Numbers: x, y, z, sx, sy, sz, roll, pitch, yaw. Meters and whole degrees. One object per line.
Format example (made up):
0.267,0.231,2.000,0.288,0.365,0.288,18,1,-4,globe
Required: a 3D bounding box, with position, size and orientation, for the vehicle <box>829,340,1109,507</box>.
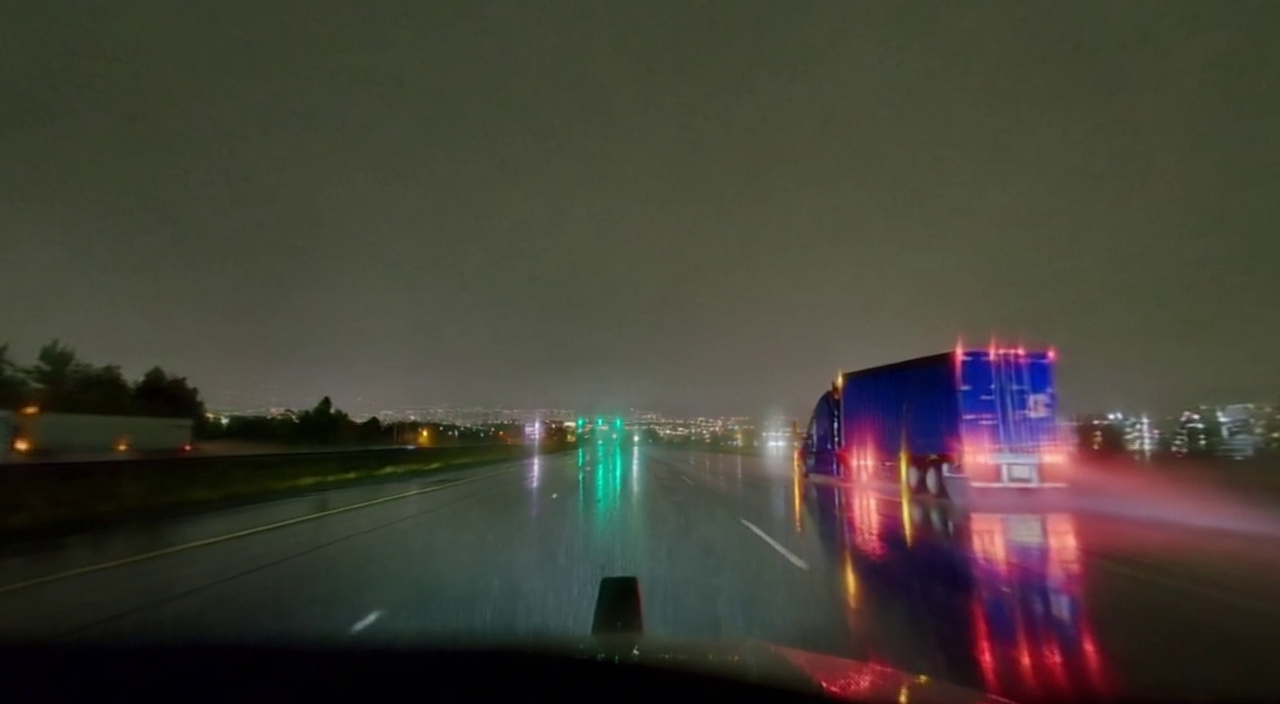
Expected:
7.057,1.819,15.158,2.627,3.011,7.287,0,-9,-1,vehicle
